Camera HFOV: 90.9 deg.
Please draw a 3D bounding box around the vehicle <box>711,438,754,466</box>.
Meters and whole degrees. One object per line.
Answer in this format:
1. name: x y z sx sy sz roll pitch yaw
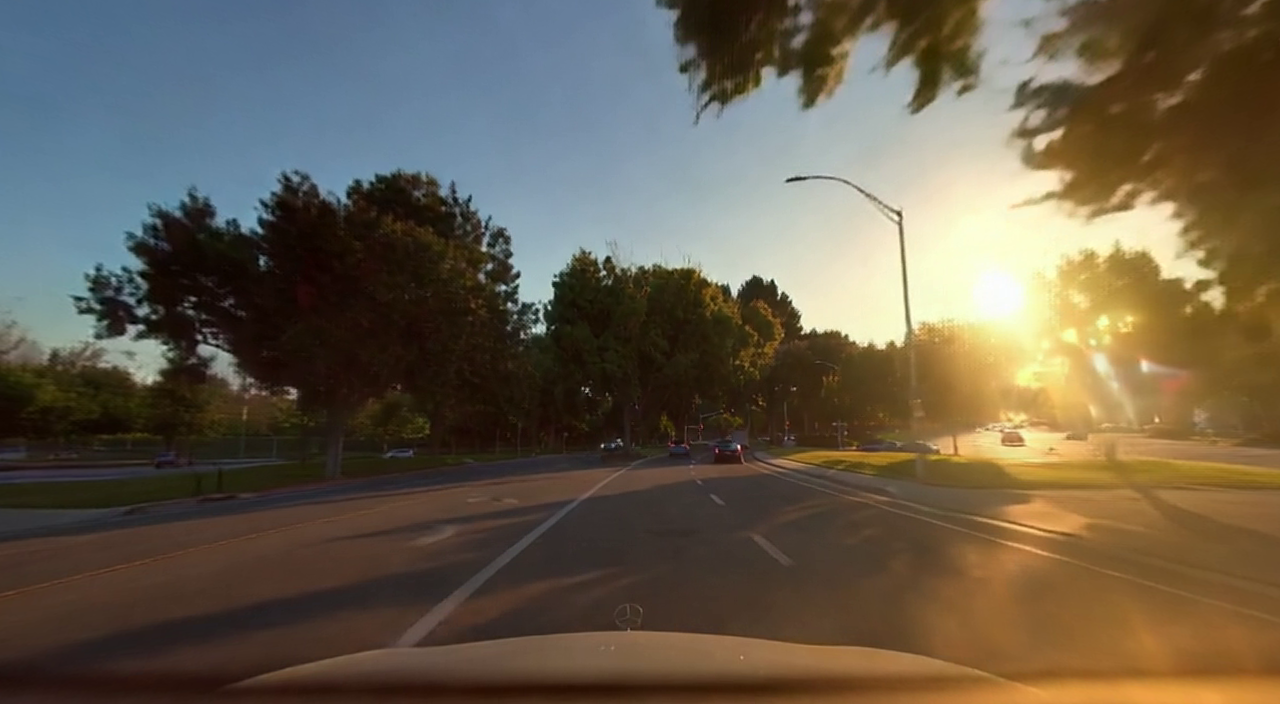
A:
1. vehicle: 5.291 5.788 36.506 1.989 1.497 4.436 -1 -9 3
